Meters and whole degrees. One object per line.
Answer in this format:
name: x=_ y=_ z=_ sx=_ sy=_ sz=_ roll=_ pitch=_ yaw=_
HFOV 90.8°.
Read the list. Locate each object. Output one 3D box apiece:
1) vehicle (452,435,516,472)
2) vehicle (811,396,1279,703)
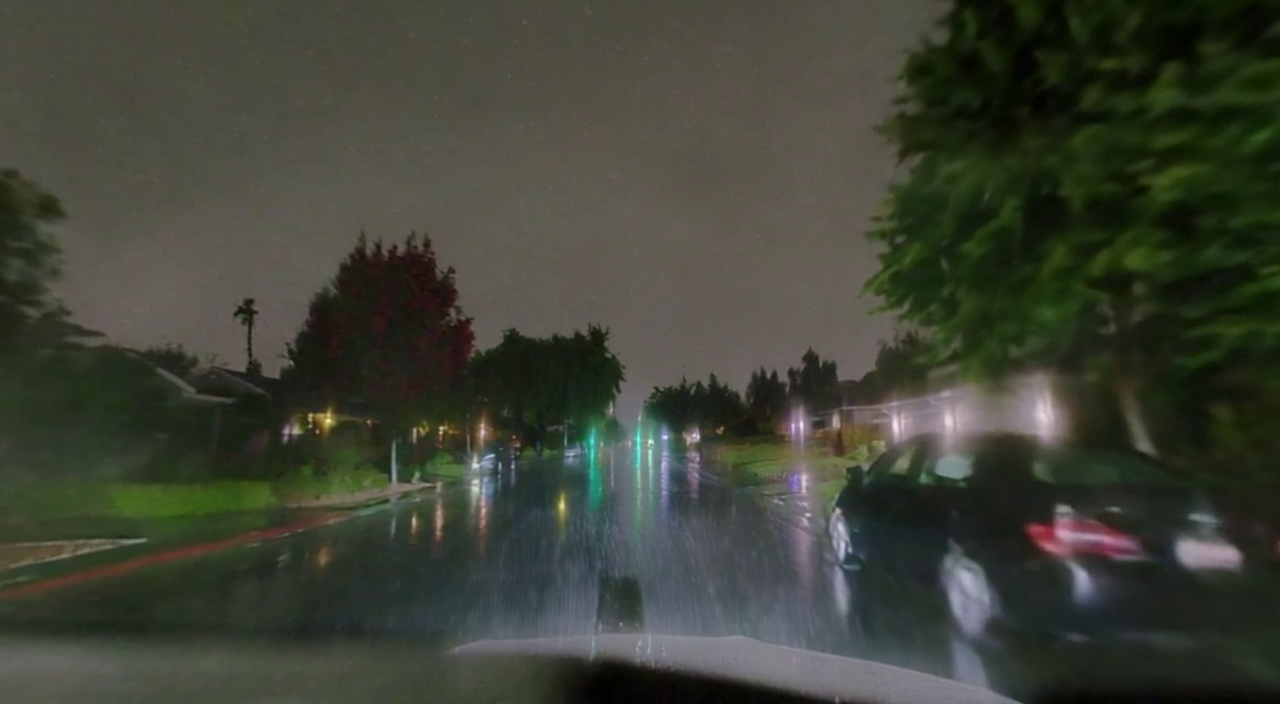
vehicle: x=-8.631 y=5.730 z=35.481 sx=2.352 sy=1.843 sz=4.979 roll=-1 pitch=-10 yaw=0
vehicle: x=3.522 y=1.382 z=5.872 sx=2.291 sy=1.546 sz=5.204 roll=0 pitch=-8 yaw=-1
